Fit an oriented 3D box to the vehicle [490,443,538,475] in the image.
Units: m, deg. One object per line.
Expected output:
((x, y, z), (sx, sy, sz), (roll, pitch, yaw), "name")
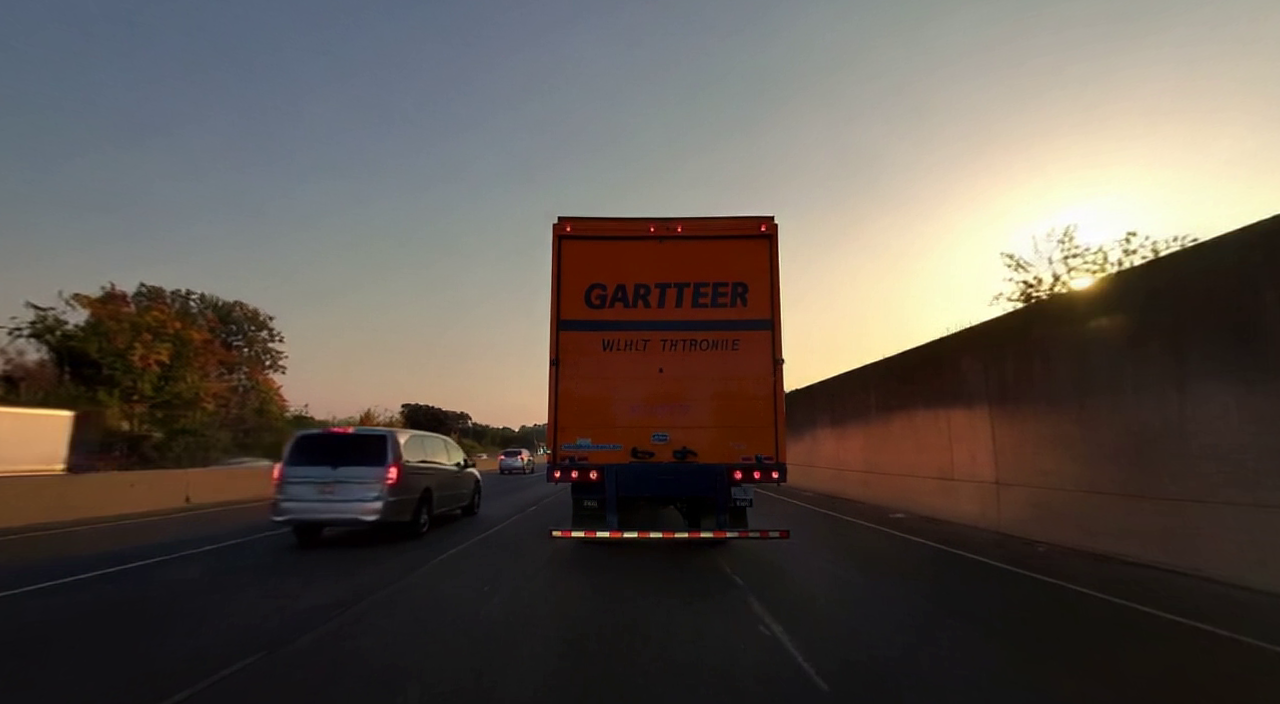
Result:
((-8.613, 7.376, 43.652), (2.174, 2.059, 5.314), (0, -9, 0), "vehicle")

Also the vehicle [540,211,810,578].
((0.479, 1.216, 12.193), (2.853, 4.054, 10.557), (0, -9, 1), "vehicle")

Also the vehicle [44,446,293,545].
((-8.207, 2.482, 11.454), (1.828, 1.502, 3.385), (0, -9, 1), "vehicle")

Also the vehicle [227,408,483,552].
((-4.631, 2.193, 11.417), (2.293, 2.015, 4.915), (0, -9, 0), "vehicle")
